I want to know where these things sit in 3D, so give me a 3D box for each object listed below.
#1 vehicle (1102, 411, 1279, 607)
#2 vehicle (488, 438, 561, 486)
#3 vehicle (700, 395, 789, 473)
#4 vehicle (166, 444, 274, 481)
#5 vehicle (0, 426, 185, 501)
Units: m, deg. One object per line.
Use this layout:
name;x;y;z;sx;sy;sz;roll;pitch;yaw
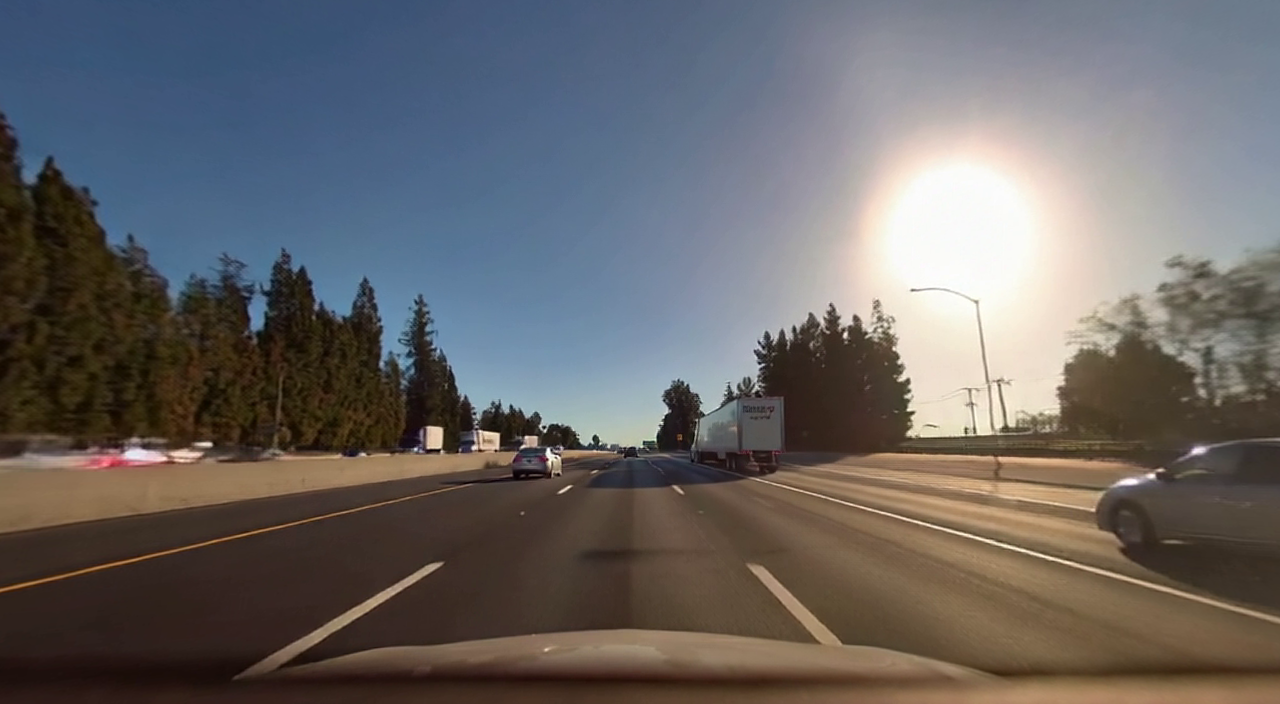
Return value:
vehicle;6.413;1.287;5.082;1.991;1.647;4.409;0;-9;-1
vehicle;-4.296;4.171;24.214;2.027;1.651;4.099;0;-9;0
vehicle;6.409;5.646;42.331;2.919;4.195;15.833;0;-9;-1
vehicle;-20.969;5.518;31.845;2.210;1.695;4.700;0;-8;-1
vehicle;-13.183;2.618;15.151;1.734;1.554;3.743;0;-9;-1
